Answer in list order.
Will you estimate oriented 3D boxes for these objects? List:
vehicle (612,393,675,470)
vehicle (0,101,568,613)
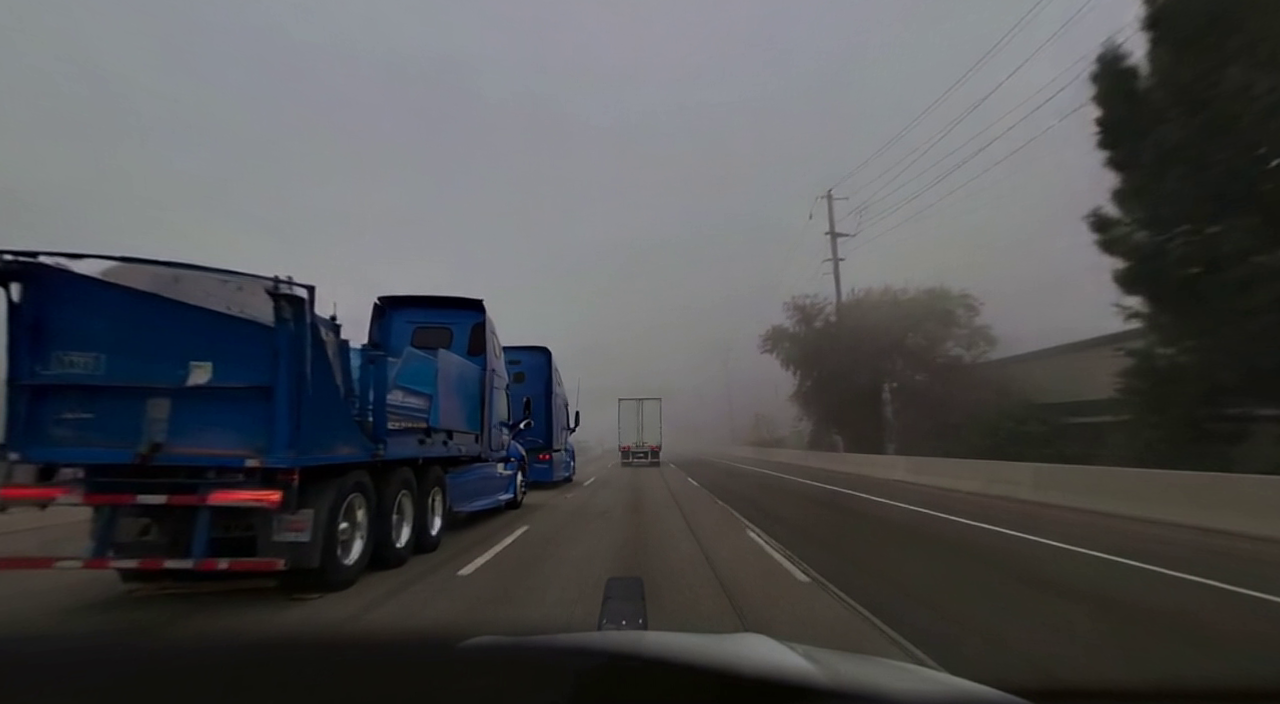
[{"bbox_3d":[0.103,4.458,34.579,2.941,3.604,9.851,0,-9,0],"label":"vehicle"},{"bbox_3d":[-3.894,1.098,12.775,2.875,4.083,15.756,0,-9,0],"label":"vehicle"}]
